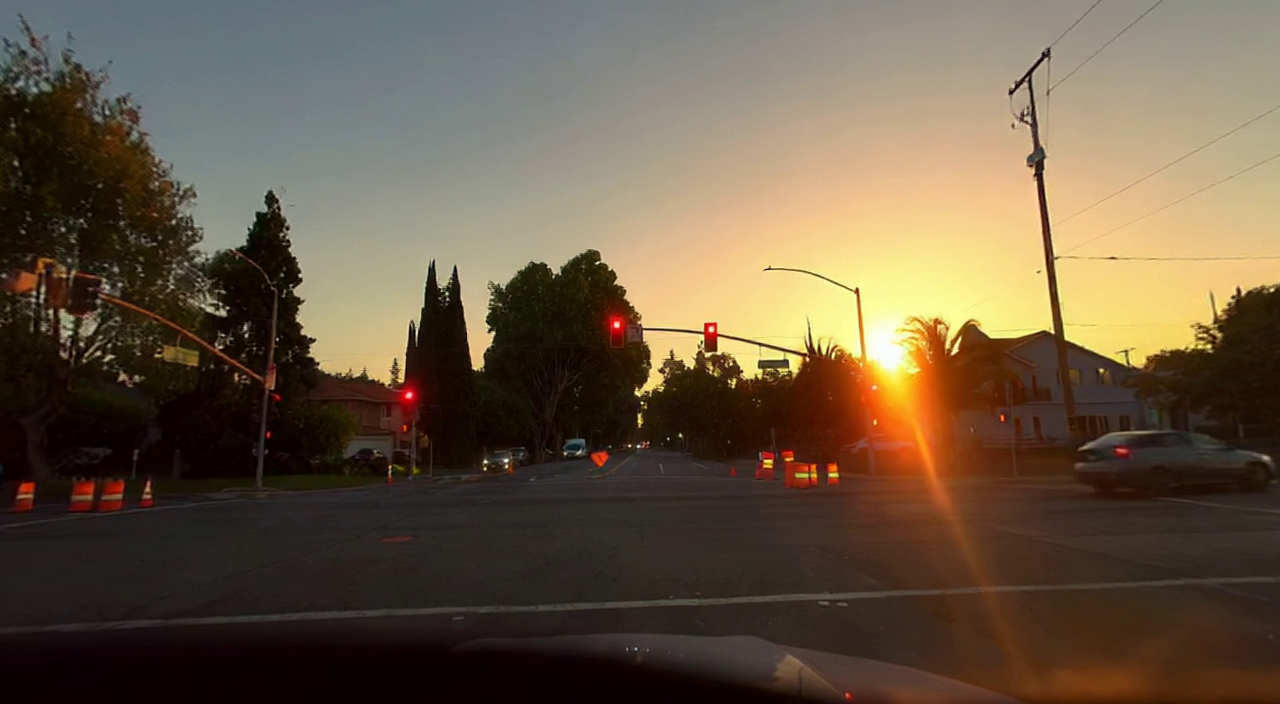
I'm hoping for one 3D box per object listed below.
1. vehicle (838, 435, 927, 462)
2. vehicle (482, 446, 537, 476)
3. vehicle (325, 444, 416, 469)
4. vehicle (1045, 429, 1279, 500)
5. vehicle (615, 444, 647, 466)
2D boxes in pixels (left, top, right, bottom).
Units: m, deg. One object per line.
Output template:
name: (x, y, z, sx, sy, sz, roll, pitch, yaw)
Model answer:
vehicle: (15.384, 6.174, 40.314, 4.892, 1.656, 1.856, 0, -8, 0)
vehicle: (-6.594, 5.539, 32.407, 1.881, 1.452, 4.121, 0, -8, 0)
vehicle: (-16.387, 6.375, 38.594, 4.713, 1.409, 1.918, 0, -8, -2)
vehicle: (12.577, 2.574, 14.717, 4.860, 1.483, 2.077, 0, -8, -2)
vehicle: (-0.585, 7.098, 43.708, 2.105, 1.457, 4.173, 0, -8, -1)
